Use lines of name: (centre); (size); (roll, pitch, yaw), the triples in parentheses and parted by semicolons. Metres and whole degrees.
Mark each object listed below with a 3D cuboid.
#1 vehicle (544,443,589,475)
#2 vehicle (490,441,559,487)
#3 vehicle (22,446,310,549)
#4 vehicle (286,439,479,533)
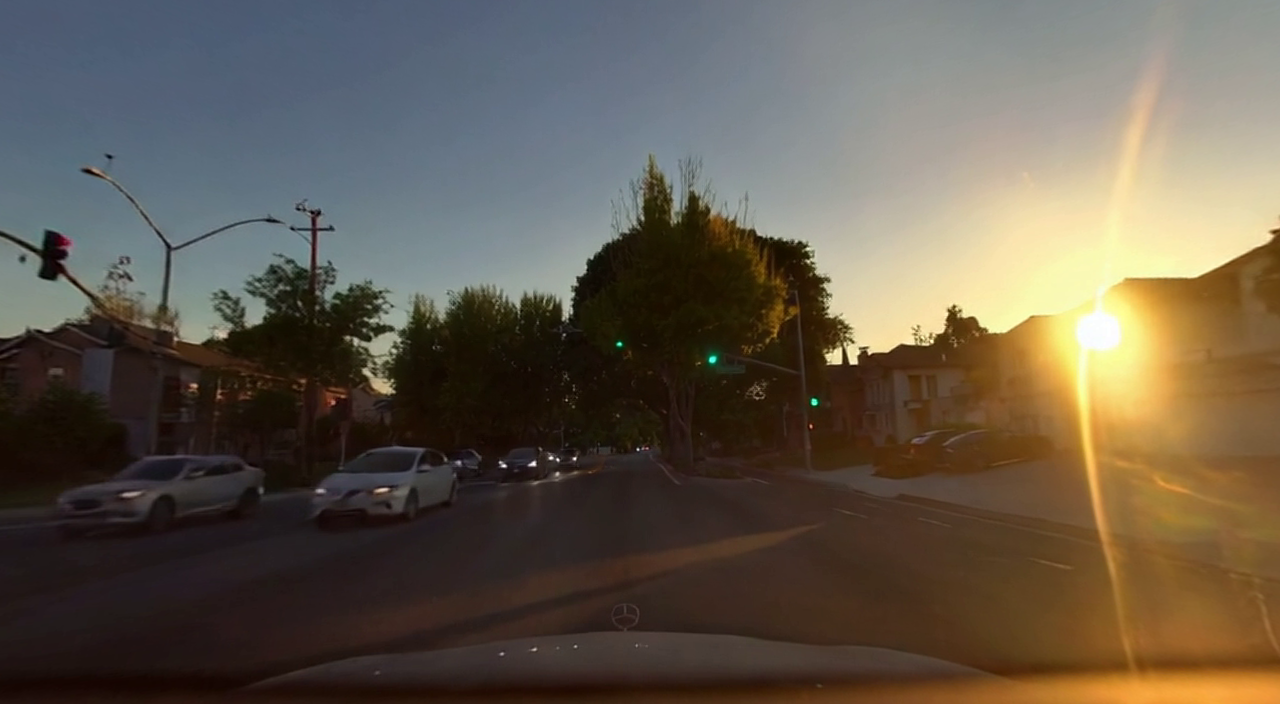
vehicle: (-4.450, 6.521, 38.811); (2.095, 1.731, 4.462); (-1, -8, 1)
vehicle: (-4.579, 4.480, 25.627); (1.999, 1.652, 3.962); (-1, -8, 1)
vehicle: (-8.415, 2.555, 11.888); (1.985, 1.475, 4.383); (-1, -8, 1)
vehicle: (-4.684, 2.453, 12.322); (2.003, 1.462, 4.220); (-1, -8, 0)
